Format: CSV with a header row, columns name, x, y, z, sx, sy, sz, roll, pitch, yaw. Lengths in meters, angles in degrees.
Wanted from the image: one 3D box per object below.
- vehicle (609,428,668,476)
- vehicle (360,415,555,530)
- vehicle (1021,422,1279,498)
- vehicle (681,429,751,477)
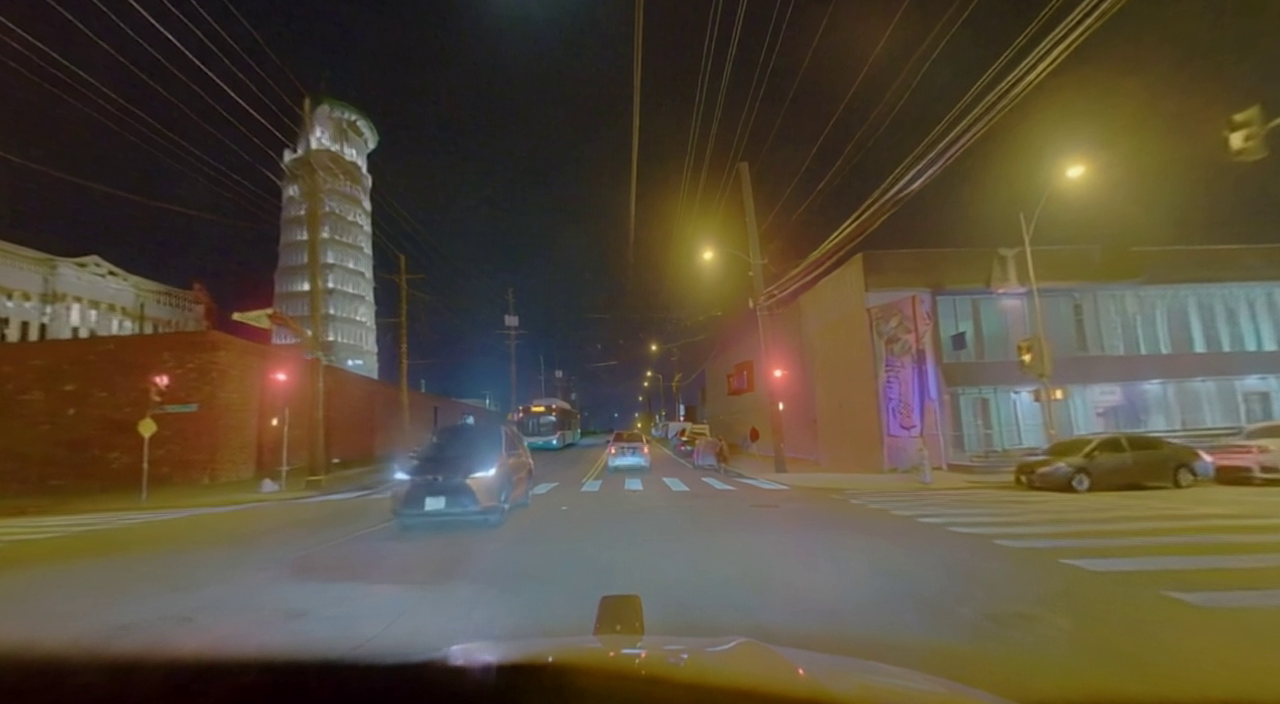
name,x,y,z,sx,sy,sz,roll,pitch,yaw
vehicle,-0.125,4.063,25.754,2.190,1.783,4.048,0,-9,-2
vehicle,-3.480,2.473,13.664,2.474,1.926,5.823,0,-9,0
vehicle,12.024,2.558,15.022,4.576,1.650,1.980,-1,-9,2
vehicle,2.912,4.056,25.379,2.171,1.751,4.373,0,-9,-1
